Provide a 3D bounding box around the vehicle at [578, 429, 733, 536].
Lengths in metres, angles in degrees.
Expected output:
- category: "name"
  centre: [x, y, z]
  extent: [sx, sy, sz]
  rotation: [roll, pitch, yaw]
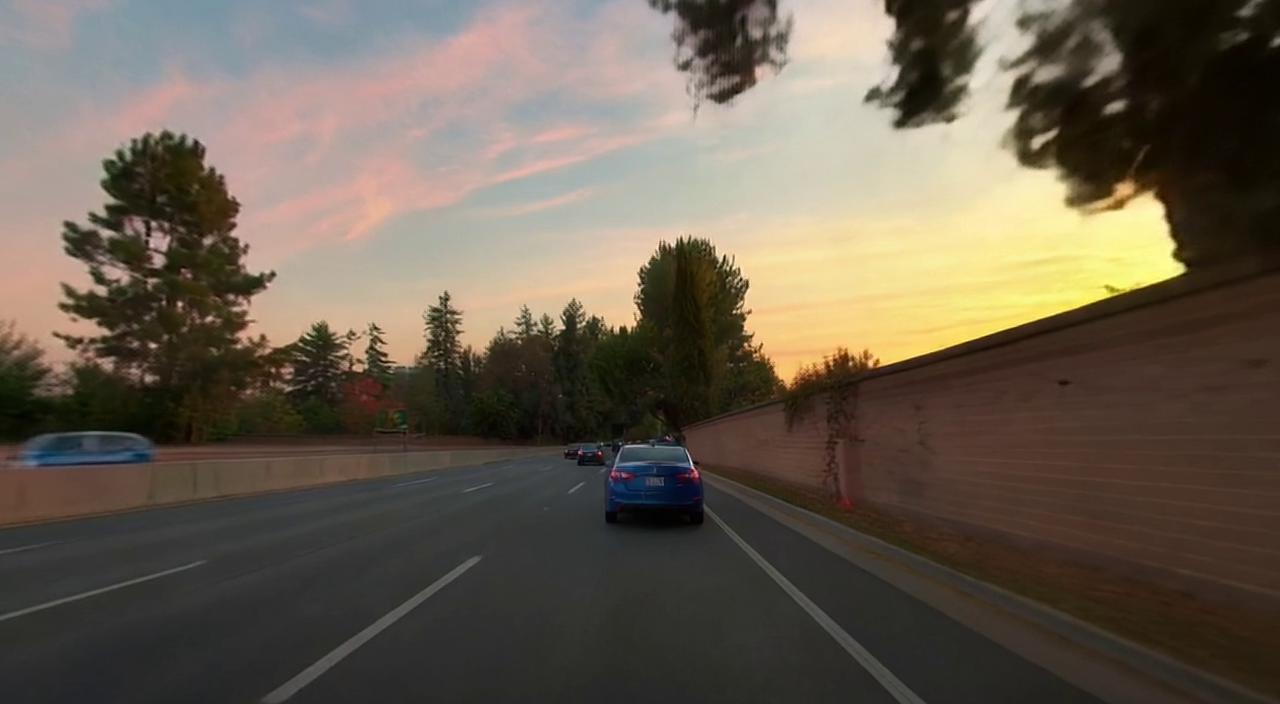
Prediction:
- category: "vehicle"
  centre: [0.195, 2.184, 11.235]
  extent: [2.205, 1.509, 4.272]
  rotation: [0, -8, -1]
